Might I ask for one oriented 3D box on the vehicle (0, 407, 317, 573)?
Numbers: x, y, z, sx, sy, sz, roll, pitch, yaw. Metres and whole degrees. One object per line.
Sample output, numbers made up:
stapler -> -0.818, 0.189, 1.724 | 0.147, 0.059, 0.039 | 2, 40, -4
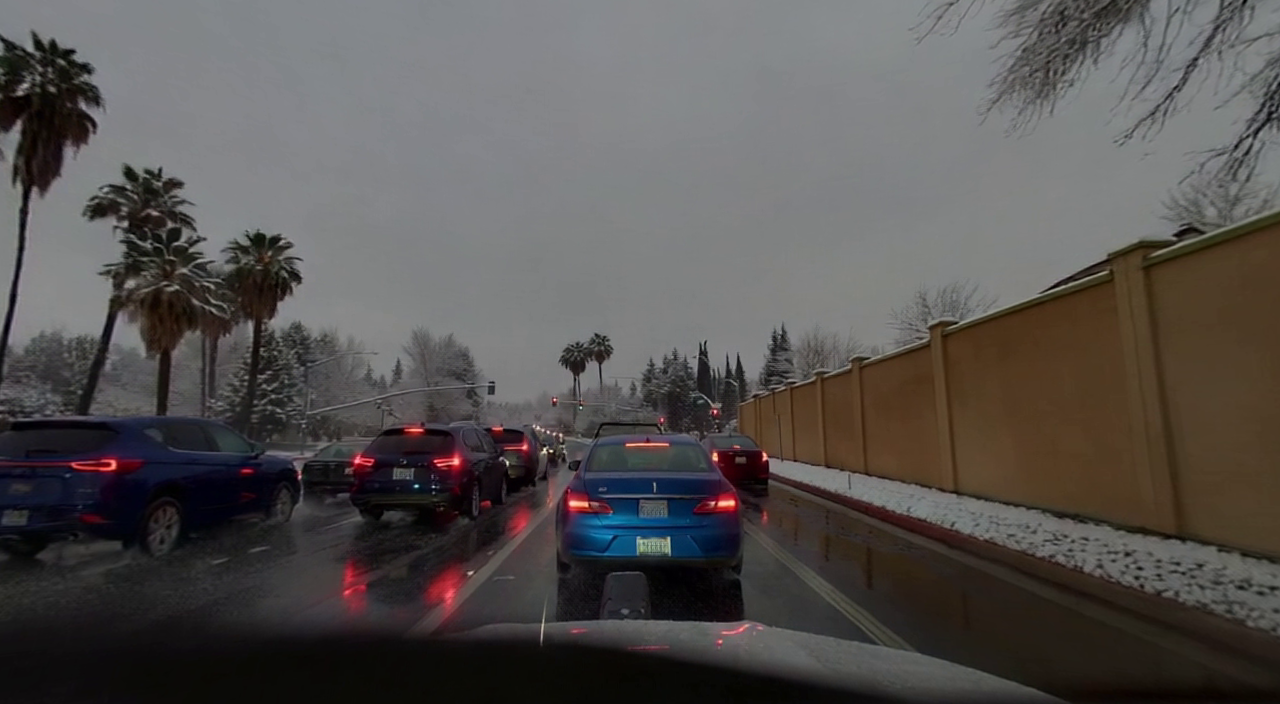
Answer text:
vehicle -> -6.677, 1.779, 8.902 | 1.963, 1.721, 4.467 | 0, -8, -2

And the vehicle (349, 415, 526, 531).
vehicle -> -3.474, 2.156, 11.777 | 2.007, 1.746, 4.136 | 0, -8, -1

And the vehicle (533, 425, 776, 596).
vehicle -> 0.063, 1.709, 7.744 | 2.128, 1.473, 4.272 | 0, -8, -2
